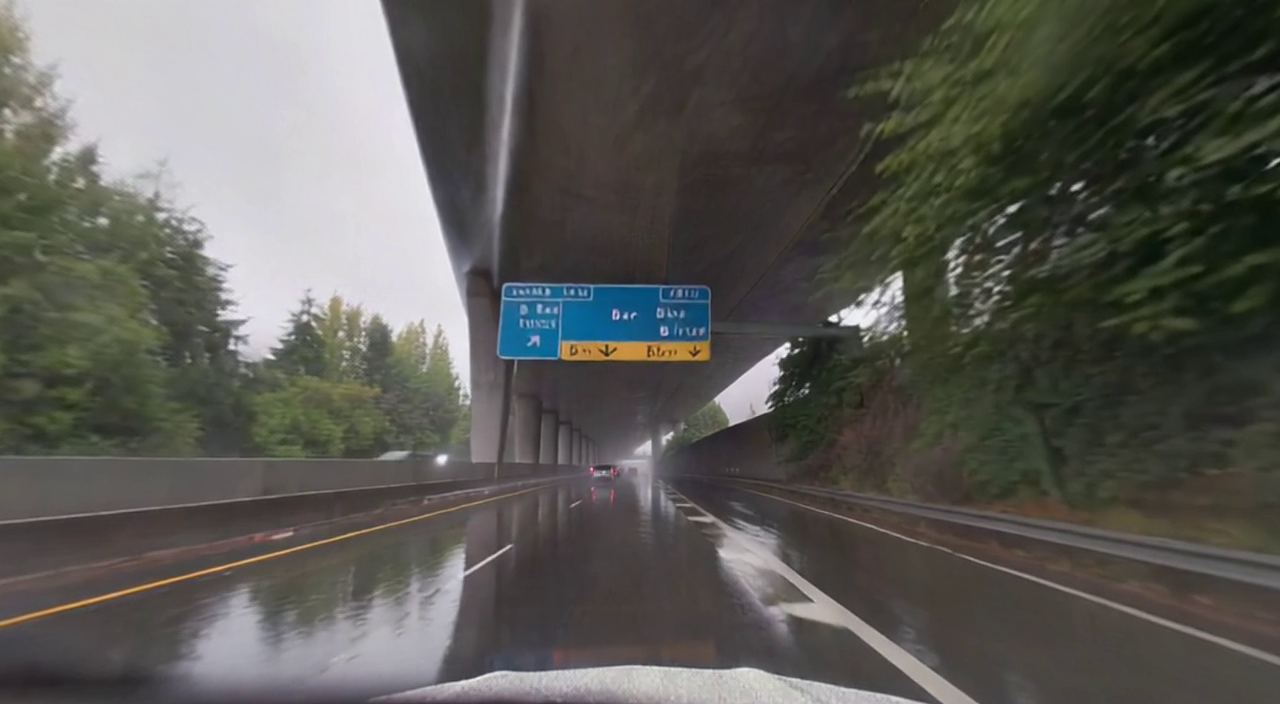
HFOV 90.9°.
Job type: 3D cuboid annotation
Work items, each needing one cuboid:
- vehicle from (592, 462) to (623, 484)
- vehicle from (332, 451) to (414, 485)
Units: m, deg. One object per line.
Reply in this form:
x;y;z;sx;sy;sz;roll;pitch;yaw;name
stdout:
-2.485;9.452;49.417;2.168;1.561;4.588;1;-10;0;vehicle
-12.523;5.498;29.906;1.850;1.425;4.441;1;-10;1;vehicle
